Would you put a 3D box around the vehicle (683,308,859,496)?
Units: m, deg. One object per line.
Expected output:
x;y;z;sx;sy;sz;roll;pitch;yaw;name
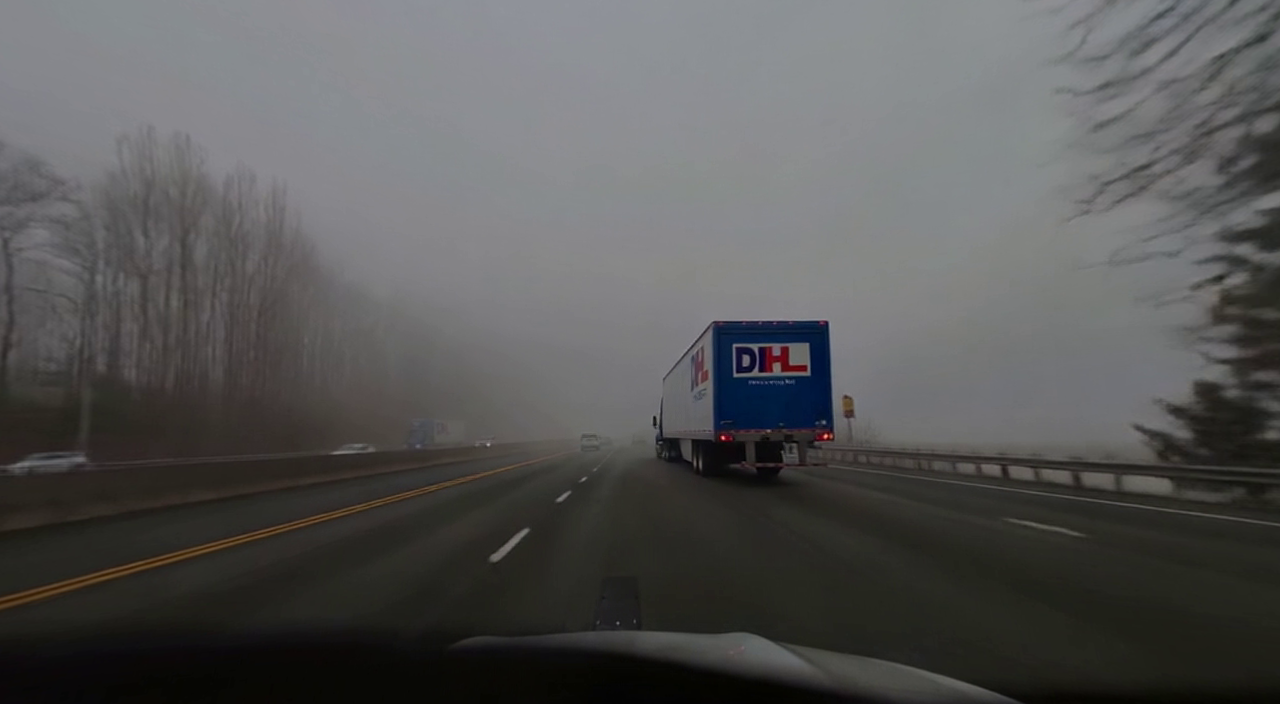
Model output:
3.213;1.678;18.581;3.011;4.211;8.926;0;-8;-2;vehicle

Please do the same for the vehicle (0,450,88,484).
-38.716;7.201;39.610;2.271;1.914;5.593;-1;-8;8;vehicle

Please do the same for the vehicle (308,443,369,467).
-19.823;6.788;41.591;1.931;1.459;4.334;0;-8;-1;vehicle
